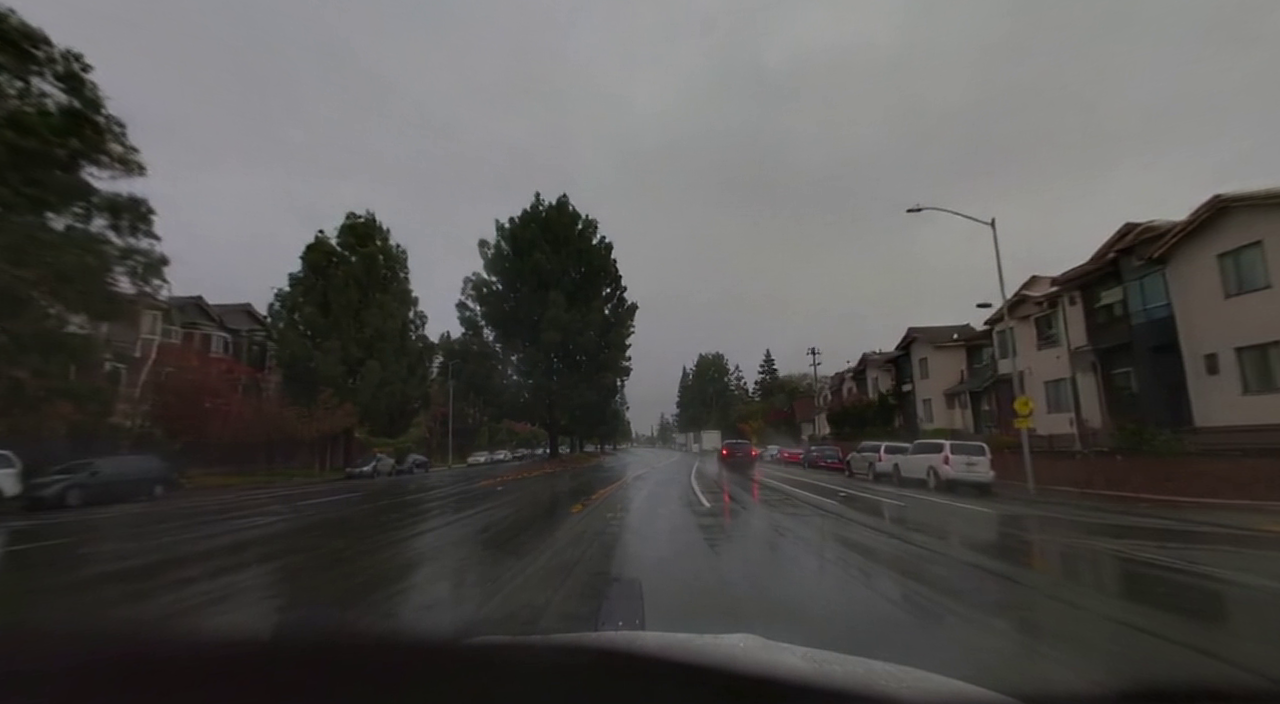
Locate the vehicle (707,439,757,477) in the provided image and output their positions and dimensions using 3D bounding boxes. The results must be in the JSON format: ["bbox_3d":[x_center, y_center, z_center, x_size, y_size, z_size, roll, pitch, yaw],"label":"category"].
[{"bbox_3d":[4.547,5.297,31.749,2.085,1.763,4.490,-1,-8,4],"label":"vehicle"}]

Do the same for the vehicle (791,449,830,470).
[{"bbox_3d":[12.251,7.760,45.755,1.856,1.448,4.484,-1,-9,4],"label":"vehicle"}]

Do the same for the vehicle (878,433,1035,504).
[{"bbox_3d":[10.256,3.804,21.244,2.460,2.002,5.900,-1,-8,3],"label":"vehicle"}]

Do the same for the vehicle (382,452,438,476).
[{"bbox_3d":[-15.311,7.477,42.308,1.822,1.478,4.275,-1,-9,6],"label":"vehicle"}]

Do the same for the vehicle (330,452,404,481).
[{"bbox_3d":[-15.727,6.614,36.733,2.002,1.510,4.755,-1,-9,3],"label":"vehicle"}]

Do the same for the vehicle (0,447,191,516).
[{"bbox_3d":[-16.657,3.881,19.534,2.014,1.734,4.651,-2,-8,2],"label":"vehicle"}]
